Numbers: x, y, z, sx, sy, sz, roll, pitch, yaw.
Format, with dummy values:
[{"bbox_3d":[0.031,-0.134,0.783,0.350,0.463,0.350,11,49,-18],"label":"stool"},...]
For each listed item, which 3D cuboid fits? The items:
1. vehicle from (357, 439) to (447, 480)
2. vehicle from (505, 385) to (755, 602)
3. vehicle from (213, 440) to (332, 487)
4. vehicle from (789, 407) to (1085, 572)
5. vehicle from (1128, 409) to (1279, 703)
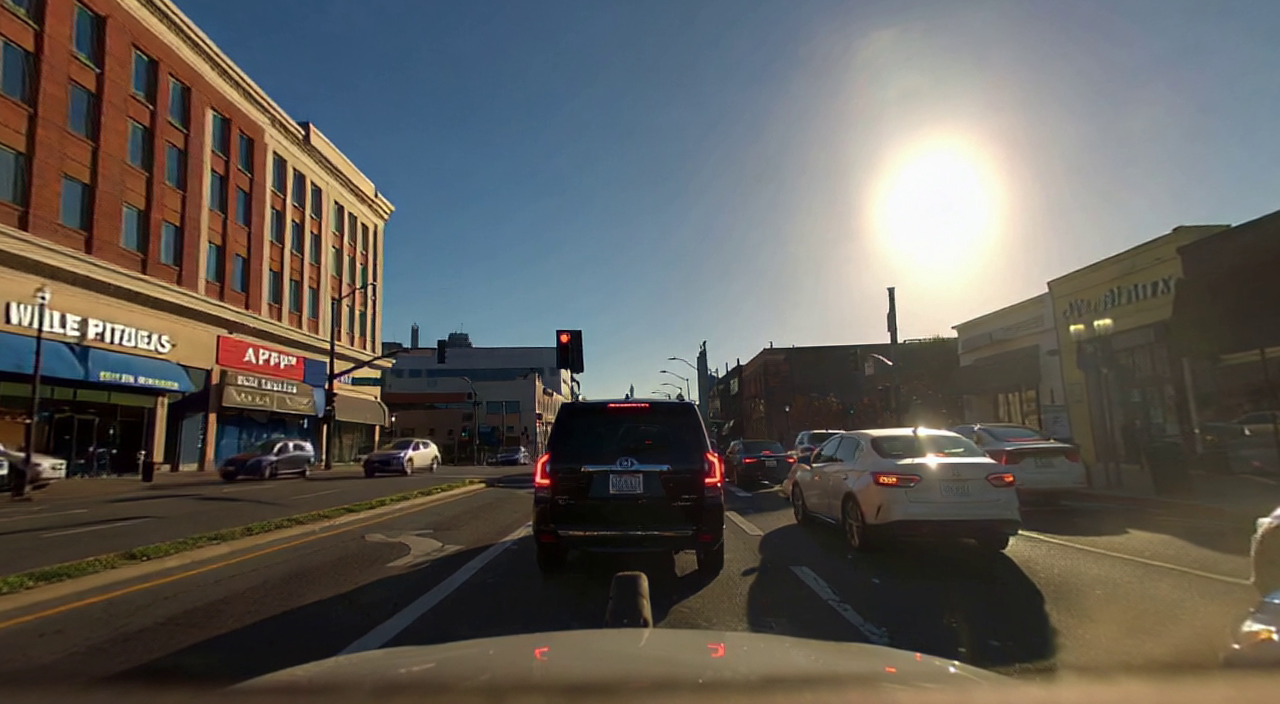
[{"bbox_3d":[-11.575,5.264,31.163,2.224,1.840,5.290,0,-8,2],"label":"vehicle"},{"bbox_3d":[-0.002,1.537,7.682,2.154,1.861,4.280,0,-8,3],"label":"vehicle"},{"bbox_3d":[-14.964,4.541,26.078,2.102,1.737,4.570,0,-8,1],"label":"vehicle"},{"bbox_3d":[3.623,1.759,8.830,2.036,1.719,4.318,0,-8,0],"label":"vehicle"},{"bbox_3d":[3.367,0.733,0.811,1.884,1.484,4.609,0,-8,2],"label":"vehicle"}]
